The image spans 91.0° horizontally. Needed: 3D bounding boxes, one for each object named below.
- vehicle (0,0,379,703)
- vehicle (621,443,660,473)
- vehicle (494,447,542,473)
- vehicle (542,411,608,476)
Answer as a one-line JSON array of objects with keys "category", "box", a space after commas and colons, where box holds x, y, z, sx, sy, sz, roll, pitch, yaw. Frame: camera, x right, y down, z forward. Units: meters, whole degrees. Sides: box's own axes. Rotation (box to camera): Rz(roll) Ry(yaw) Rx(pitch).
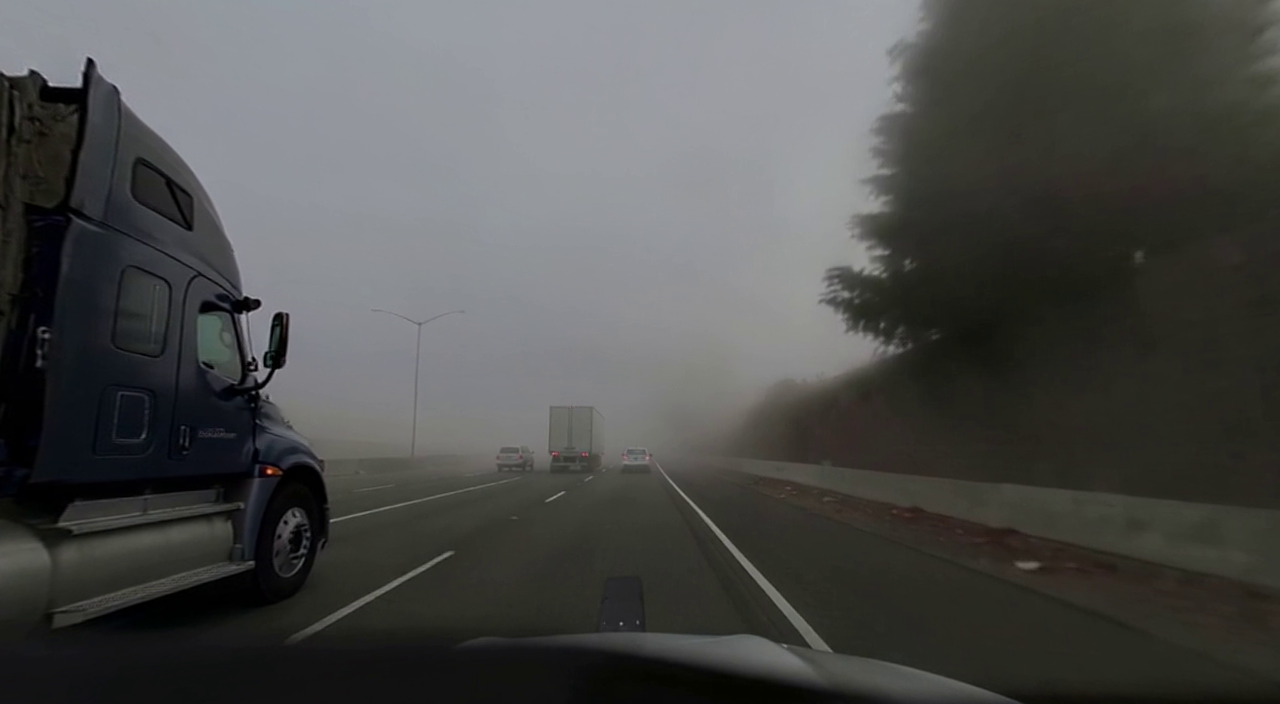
[{"category": "vehicle", "box": [-3.712, -0.089, 0.281, 3.025, 3.266, 9.256, 0, -9, 1]}, {"category": "vehicle", "box": [0.037, 6.201, 37.110, 2.178, 1.640, 4.071, 0, -9, 1]}, {"category": "vehicle", "box": [-7.249, 6.456, 37.841, 1.962, 1.489, 4.002, 0, -9, 1]}, {"category": "vehicle", "box": [-3.627, 5.490, 37.676, 2.956, 3.331, 9.575, 0, -9, 0]}]
